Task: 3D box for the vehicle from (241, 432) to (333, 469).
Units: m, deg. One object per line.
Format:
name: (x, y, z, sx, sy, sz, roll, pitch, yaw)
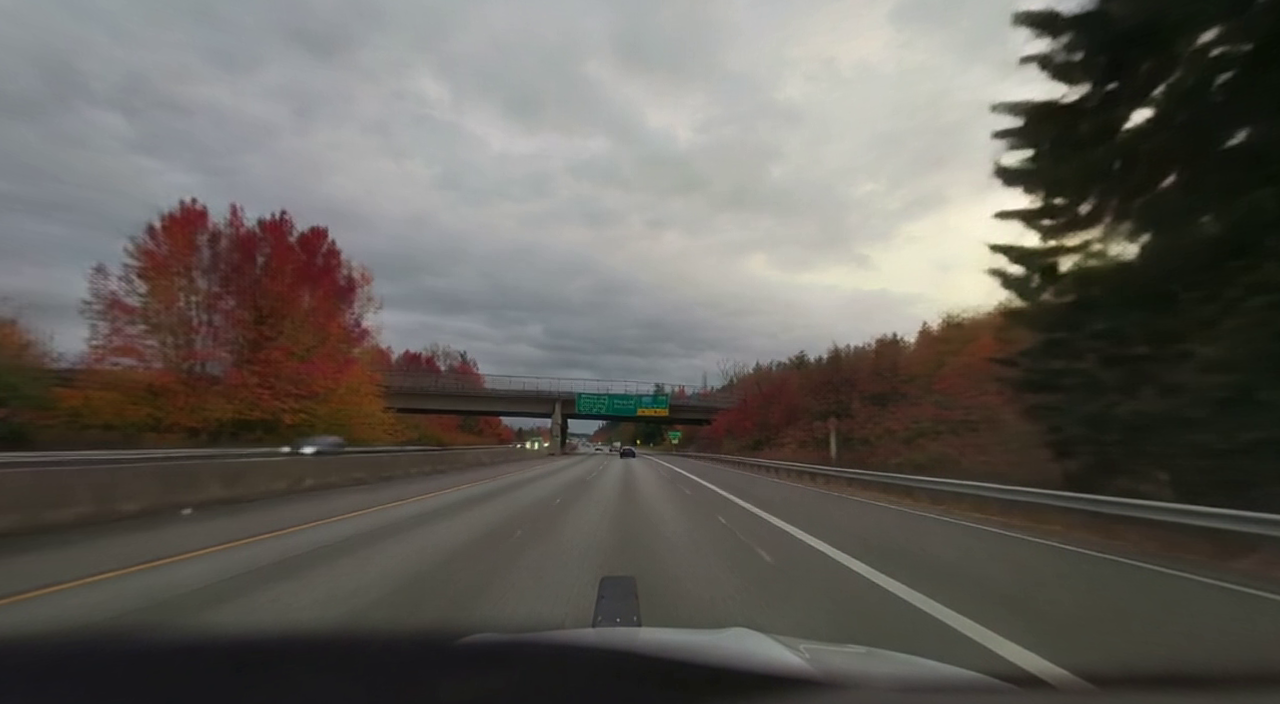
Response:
vehicle: (-16.690, 4.674, 29.904, 1.928, 1.601, 4.281, 0, -9, -1)
